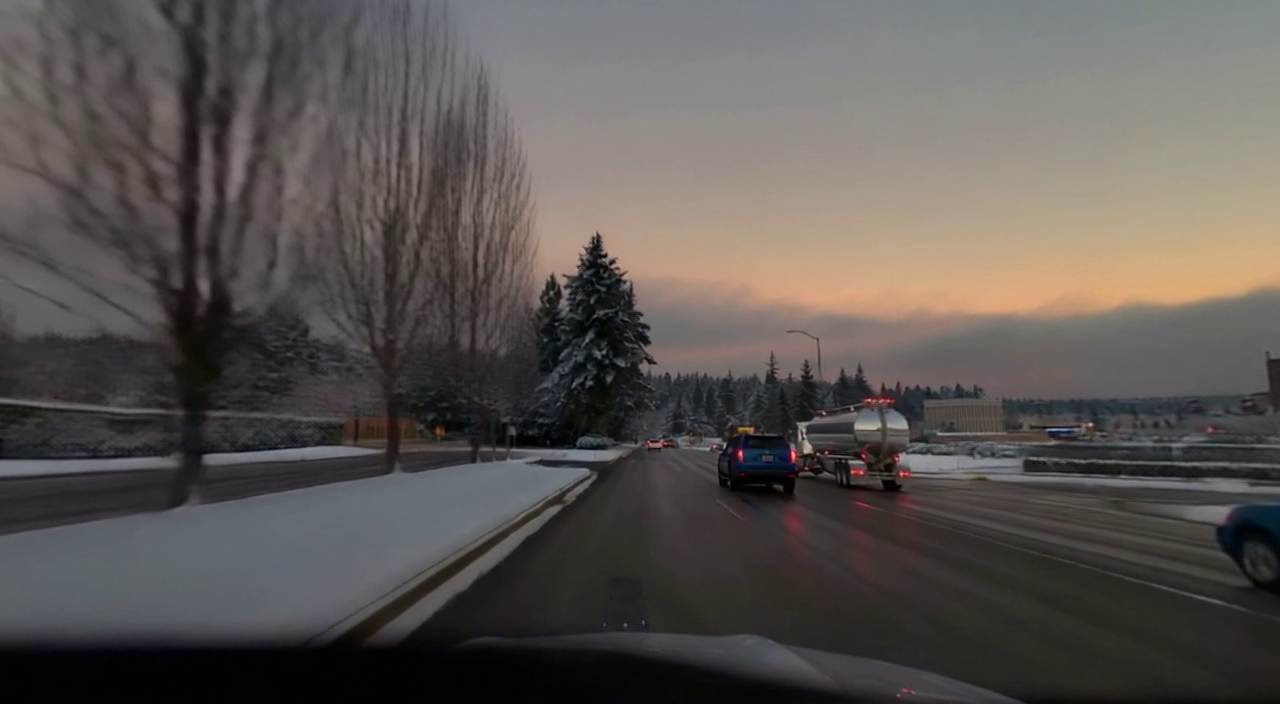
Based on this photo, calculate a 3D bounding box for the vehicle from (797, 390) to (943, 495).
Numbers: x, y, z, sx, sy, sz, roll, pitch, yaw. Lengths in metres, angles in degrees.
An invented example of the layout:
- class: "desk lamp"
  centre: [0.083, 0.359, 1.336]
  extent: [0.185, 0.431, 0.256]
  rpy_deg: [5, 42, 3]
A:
- class: "vehicle"
  centre: [7.898, 3.249, 22.671]
  extent: [2.849, 3.207, 6.275]
  rpy_deg: [0, -8, 0]

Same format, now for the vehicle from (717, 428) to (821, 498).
- class: "vehicle"
  centre: [3.514, 3.121, 18.113]
  extent: [2.045, 1.729, 4.532]
  rpy_deg: [0, -8, 0]
